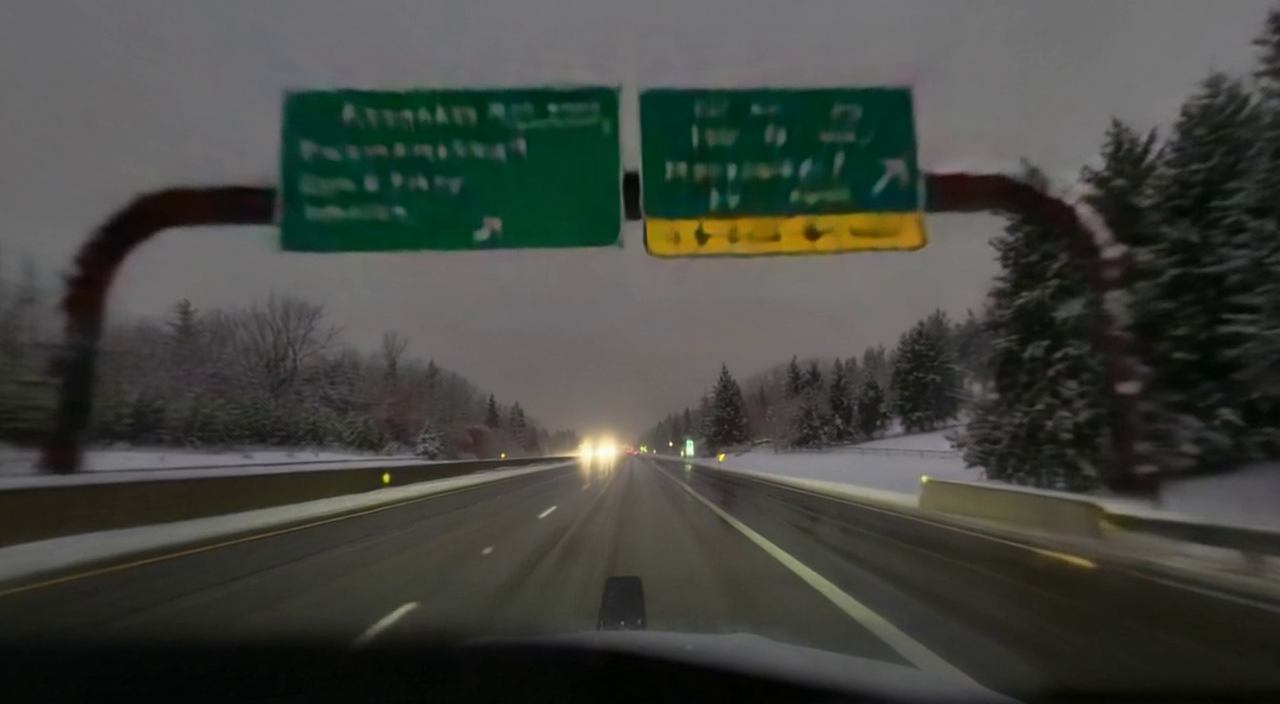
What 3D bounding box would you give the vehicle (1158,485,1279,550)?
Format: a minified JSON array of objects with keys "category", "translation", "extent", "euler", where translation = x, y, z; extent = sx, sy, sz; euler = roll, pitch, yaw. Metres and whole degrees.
[{"category":"vehicle","translation":[48.638,12.838,48.644],"extent":[2.934,4.267,13.828],"euler":[3,-9,-16]}]
